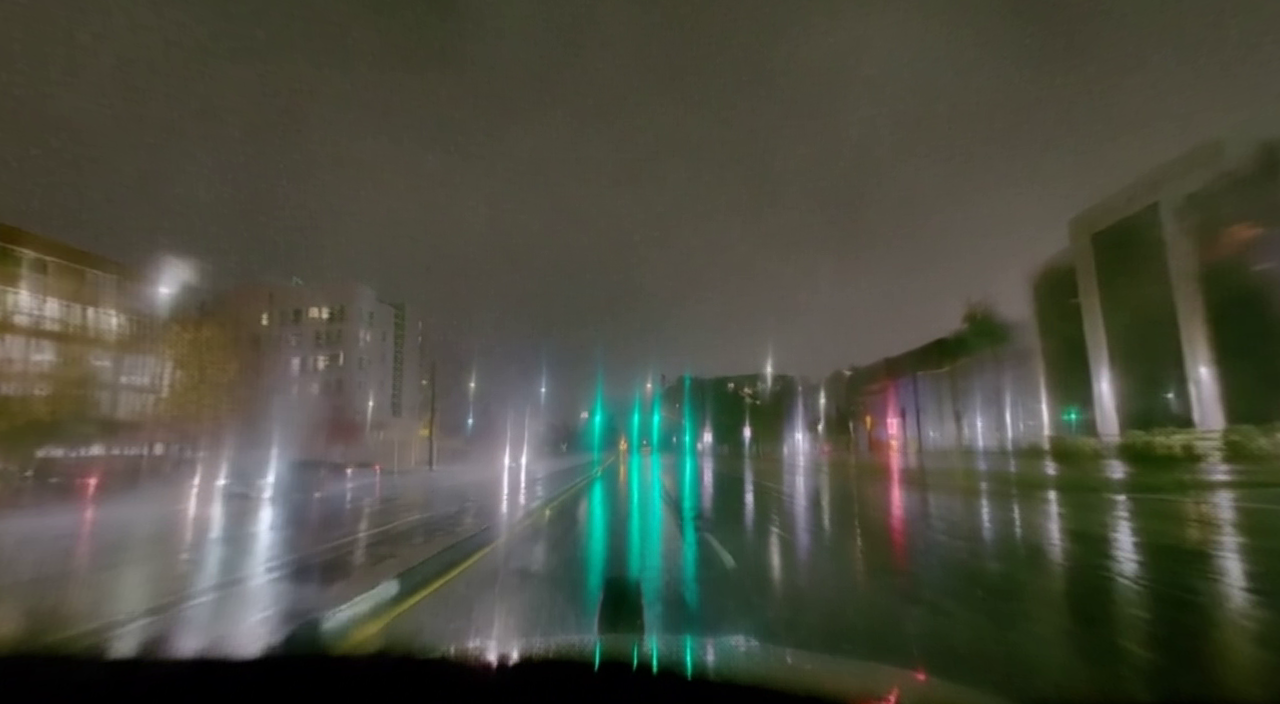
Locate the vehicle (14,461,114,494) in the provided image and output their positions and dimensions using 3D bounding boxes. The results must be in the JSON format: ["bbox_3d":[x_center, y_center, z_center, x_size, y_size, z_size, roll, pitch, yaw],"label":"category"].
[{"bbox_3d":[-30.206,6.575,33.204,3.637,1.430,1.636,-2,-9,-1],"label":"vehicle"}]

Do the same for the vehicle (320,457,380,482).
[{"bbox_3d":[-19.986,8.084,43.750,1.870,1.486,5.031,-1,-8,-1],"label":"vehicle"}]

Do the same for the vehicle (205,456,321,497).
[{"bbox_3d":[-15.741,5.203,26.743,1.963,1.500,4.700,0,-9,1],"label":"vehicle"}]
